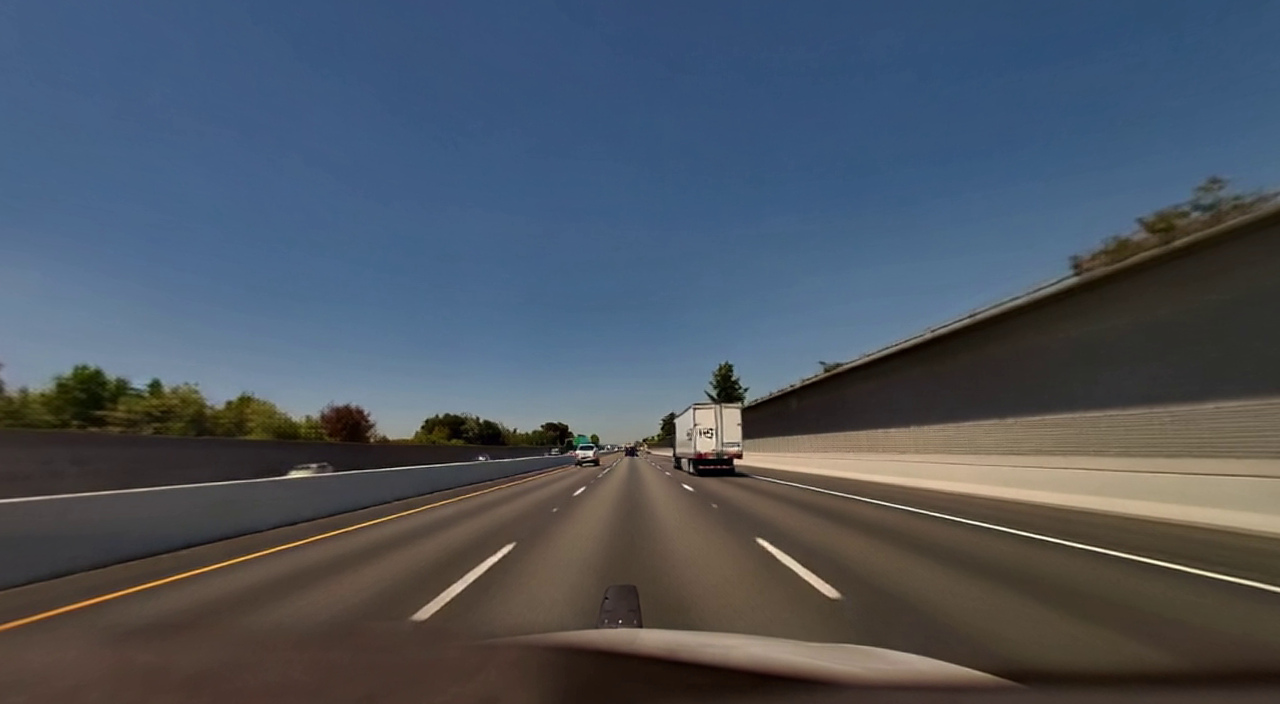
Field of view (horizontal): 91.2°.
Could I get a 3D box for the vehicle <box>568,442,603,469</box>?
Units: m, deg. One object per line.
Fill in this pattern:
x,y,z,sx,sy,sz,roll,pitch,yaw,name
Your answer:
-3.916,7.503,45.647,2.173,1.857,4.800,0,-9,-1,vehicle

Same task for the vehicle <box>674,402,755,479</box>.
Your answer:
3.766,4.998,34.989,2.823,3.509,12.118,0,-9,-1,vehicle
